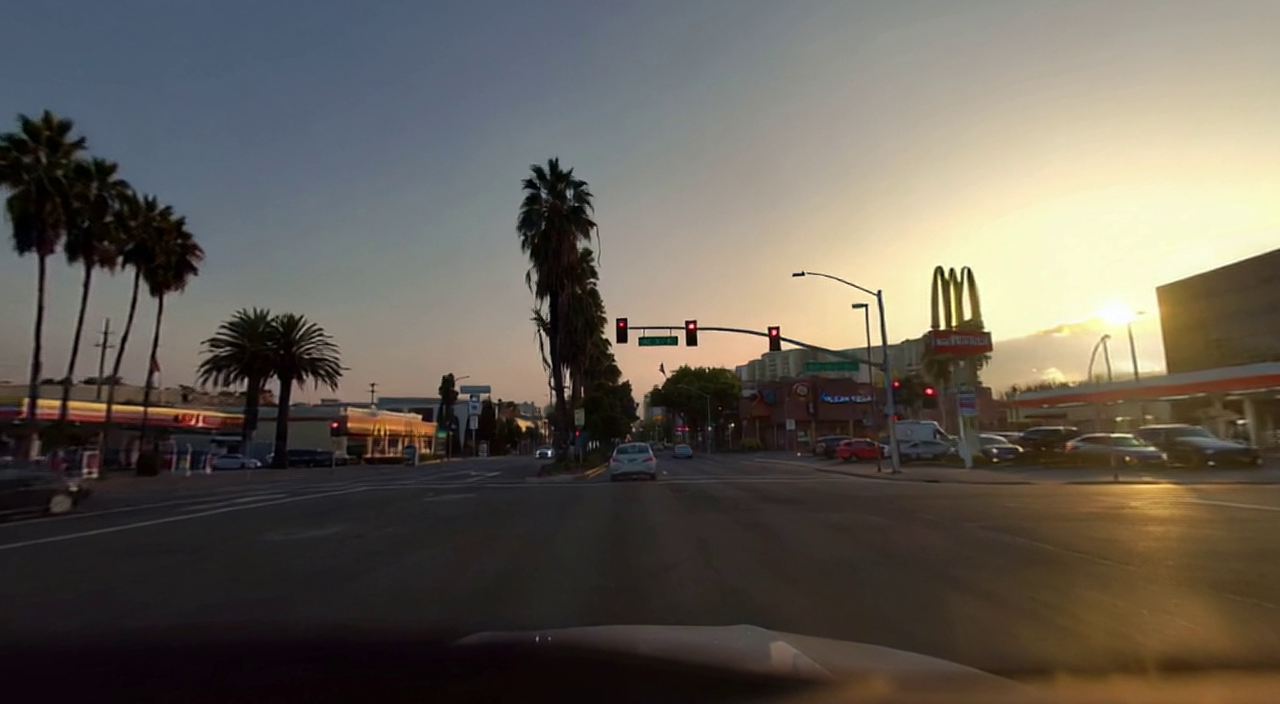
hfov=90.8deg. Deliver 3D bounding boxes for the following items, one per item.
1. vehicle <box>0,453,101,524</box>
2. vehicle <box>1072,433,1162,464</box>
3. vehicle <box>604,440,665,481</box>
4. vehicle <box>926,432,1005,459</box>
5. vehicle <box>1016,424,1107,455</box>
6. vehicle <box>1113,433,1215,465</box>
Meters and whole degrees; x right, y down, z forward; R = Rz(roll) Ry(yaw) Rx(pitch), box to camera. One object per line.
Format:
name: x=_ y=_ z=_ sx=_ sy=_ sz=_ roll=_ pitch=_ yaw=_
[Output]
vehicle: x=-15.194 y=3.112 z=14.317 sx=1.896 sy=1.508 sz=4.659 roll=0 pitch=-8 yaw=-1
vehicle: x=24.146 y=4.870 z=32.142 sx=1.738 sy=1.462 sz=3.609 roll=0 pitch=-8 yaw=0
vehicle: x=-0.259 y=4.361 z=25.822 sx=2.270 sy=1.475 sz=4.571 roll=0 pitch=-8 yaw=-1
vehicle: x=19.431 y=5.601 z=37.843 sx=3.833 sy=1.495 sz=1.892 roll=-3 pitch=-8 yaw=17
vehicle: x=24.395 y=5.093 z=36.694 sx=3.783 sy=1.560 sz=1.853 roll=-4 pitch=-10 yaw=9
vehicle: x=26.226 y=4.841 z=31.804 sx=1.923 sy=1.501 sz=3.849 roll=0 pitch=-8 yaw=2
